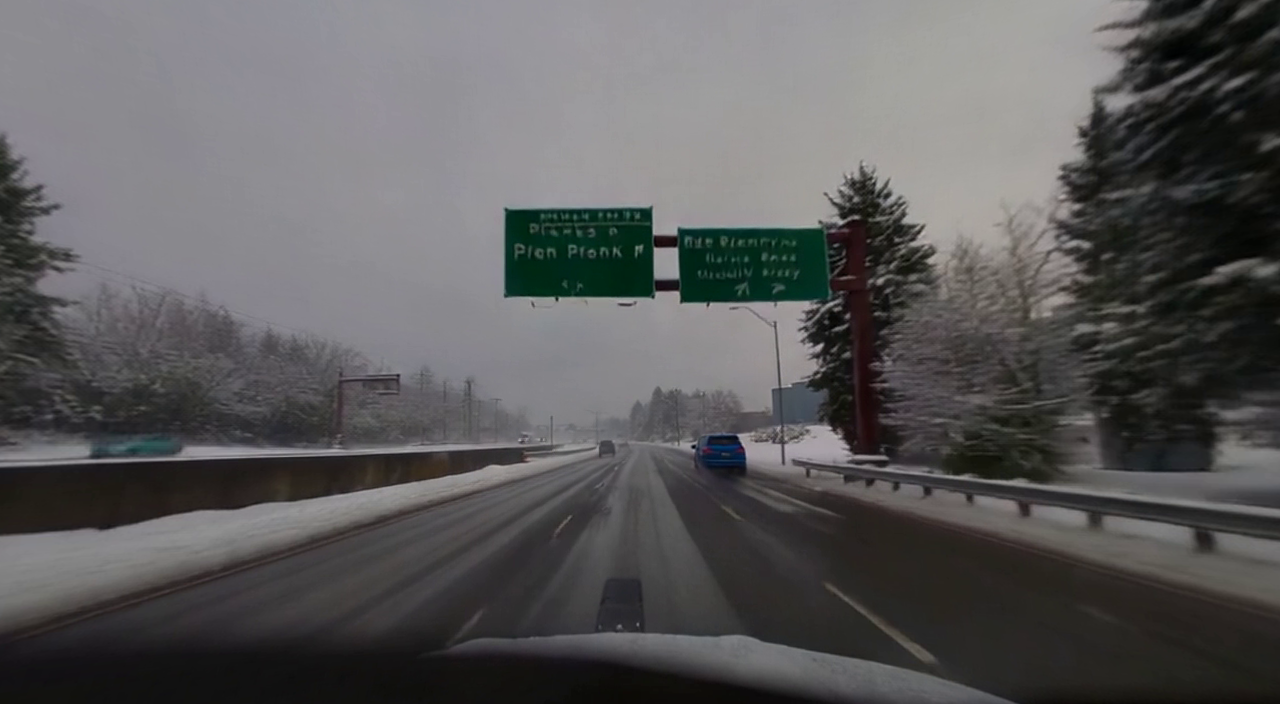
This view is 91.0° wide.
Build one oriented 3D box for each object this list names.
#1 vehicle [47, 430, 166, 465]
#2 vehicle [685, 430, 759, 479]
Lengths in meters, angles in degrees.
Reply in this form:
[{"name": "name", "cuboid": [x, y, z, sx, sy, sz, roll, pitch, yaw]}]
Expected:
[{"name": "vehicle", "cuboid": [-24.911, 4.493, 29.594, 1.784, 1.498, 3.962, -1, -9, 7]}, {"name": "vehicle", "cuboid": [3.178, 4.143, 25.681, 2.296, 1.790, 5.067, 0, -8, -1]}]
